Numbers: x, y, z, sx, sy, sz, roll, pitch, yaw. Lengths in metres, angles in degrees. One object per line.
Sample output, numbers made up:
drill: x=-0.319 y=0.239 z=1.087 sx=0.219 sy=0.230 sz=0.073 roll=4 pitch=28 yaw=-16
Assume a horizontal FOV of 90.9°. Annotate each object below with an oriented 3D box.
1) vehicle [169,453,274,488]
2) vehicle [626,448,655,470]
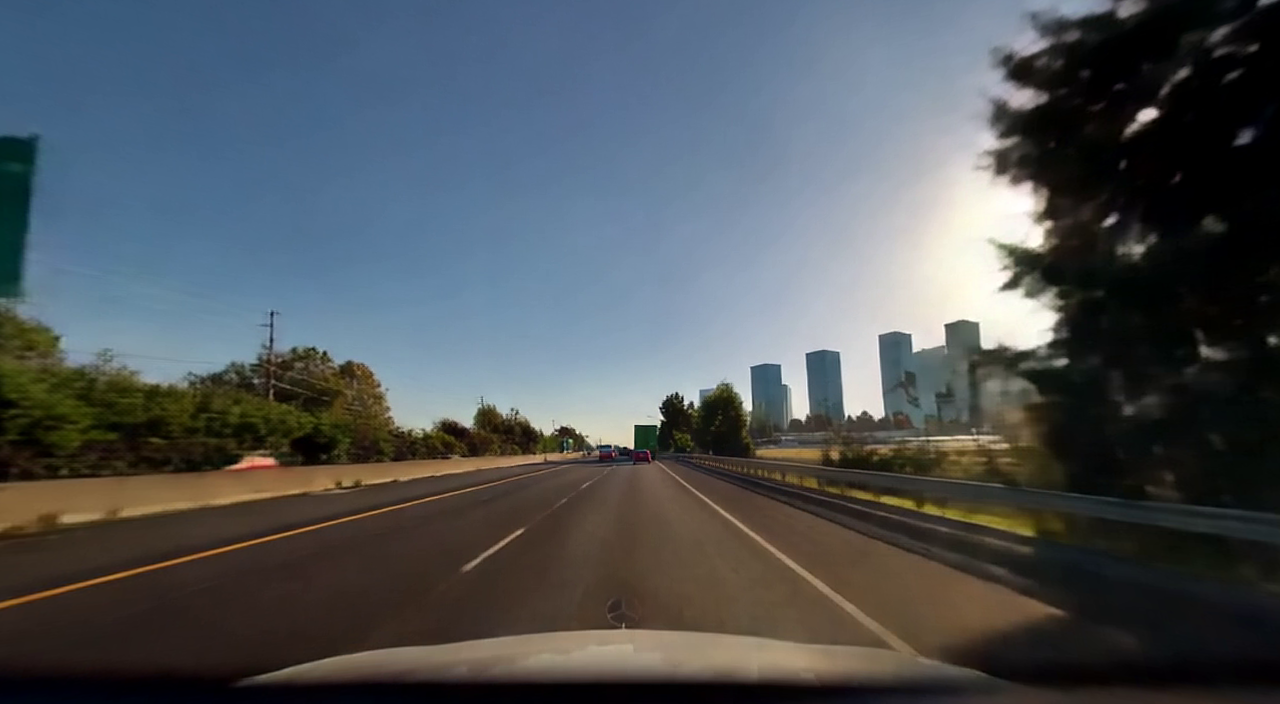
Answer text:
vehicle: x=-19.939 y=5.636 z=30.289 sx=1.859 sy=1.499 sz=4.524 roll=-1 pitch=-9 yaw=2
vehicle: x=0.054 y=8.110 z=47.927 sx=2.094 sy=1.559 sz=3.945 roll=-1 pitch=-9 yaw=0
